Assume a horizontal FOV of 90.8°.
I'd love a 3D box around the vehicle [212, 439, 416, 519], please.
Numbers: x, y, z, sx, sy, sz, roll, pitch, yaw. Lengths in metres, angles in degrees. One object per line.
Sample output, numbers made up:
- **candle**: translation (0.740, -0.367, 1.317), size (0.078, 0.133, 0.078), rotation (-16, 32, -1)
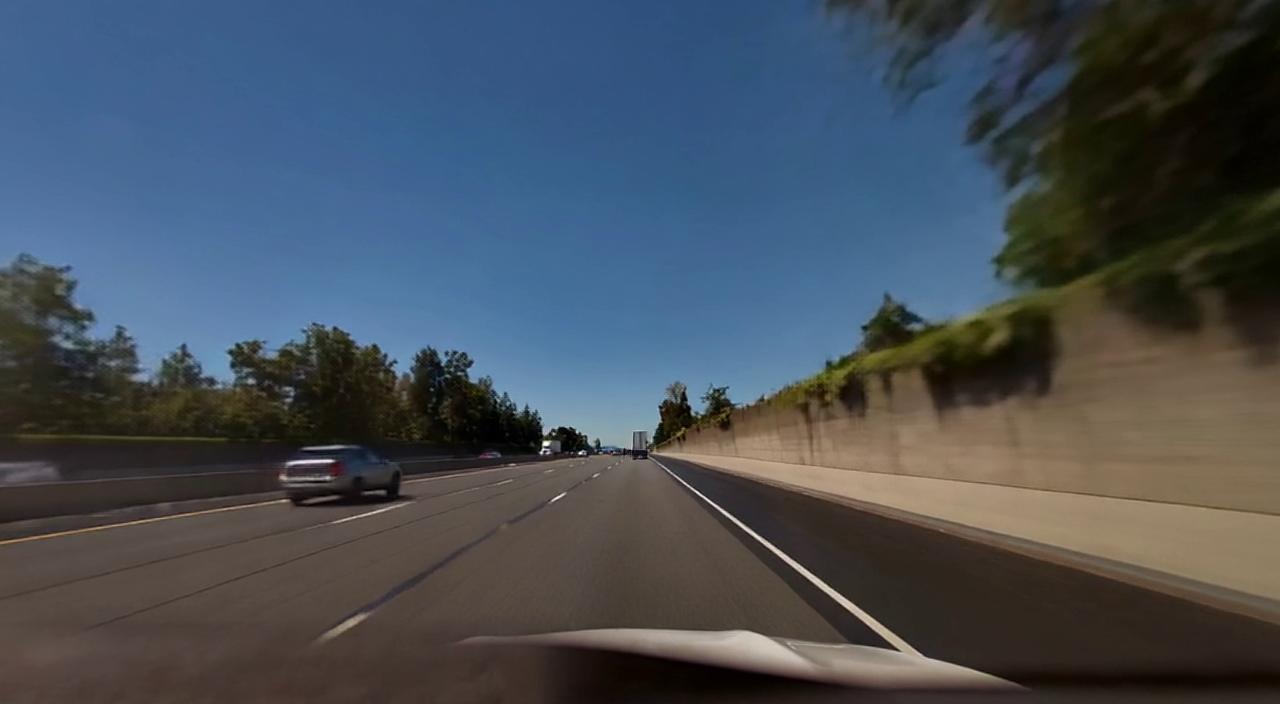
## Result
- **vehicle**: translation (-7.456, 2.949, 15.252), size (2.179, 1.577, 5.070), rotation (0, -9, 1)
